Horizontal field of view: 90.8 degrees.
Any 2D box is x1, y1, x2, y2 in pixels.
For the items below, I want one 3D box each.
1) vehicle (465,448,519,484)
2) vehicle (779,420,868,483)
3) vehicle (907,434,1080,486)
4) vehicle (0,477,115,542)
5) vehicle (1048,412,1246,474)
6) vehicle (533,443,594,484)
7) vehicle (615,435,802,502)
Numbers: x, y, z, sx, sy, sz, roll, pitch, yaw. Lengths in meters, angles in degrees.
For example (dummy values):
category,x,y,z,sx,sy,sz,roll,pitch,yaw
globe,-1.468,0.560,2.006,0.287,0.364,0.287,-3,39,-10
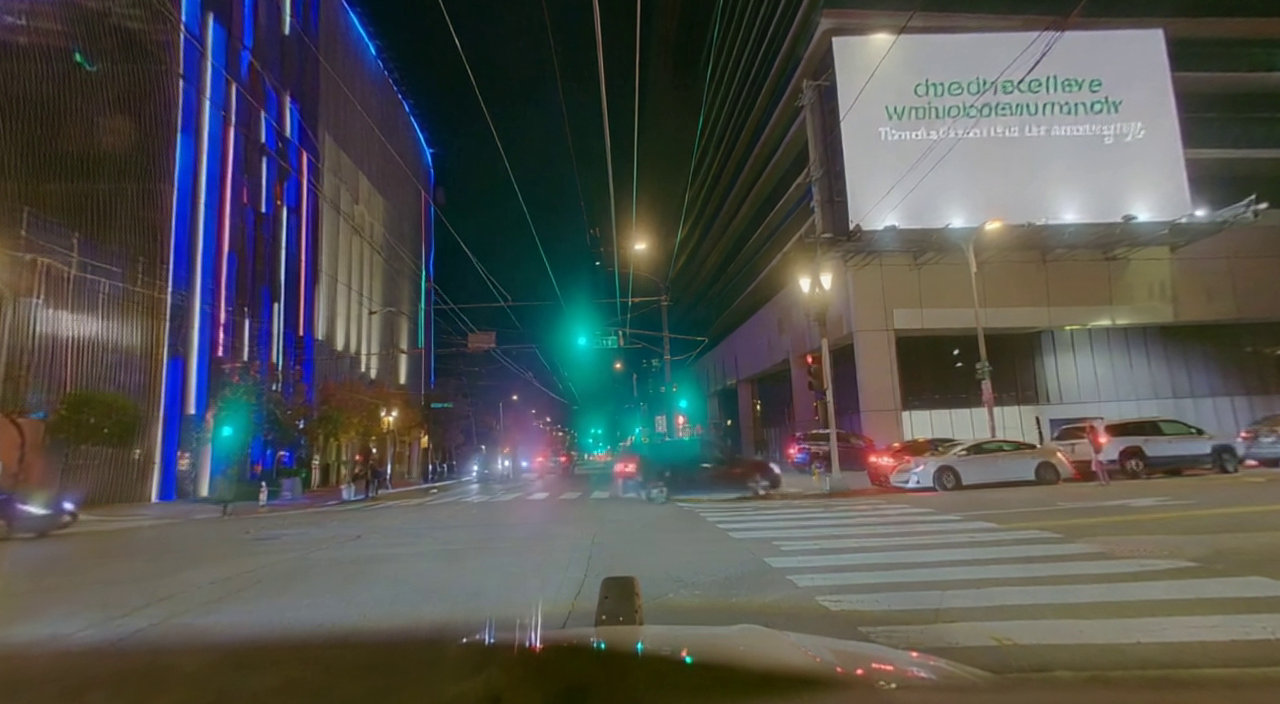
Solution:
category,x,y,z,sx,sy,sz,roll,pitch,yaw
vehicle,-8.410,6.503,36.277,2.121,1.792,4.510,-3,-8,-2
vehicle,7.576,4.102,26.630,2.316,2.425,4.466,1,-7,-2
vehicle,11.396,3.491,20.554,4.697,1.510,1.596,0,-9,-4
vehicle,-16.811,4.049,16.293,4.549,1.490,1.797,2,-9,-15
vehicle,16.761,3.041,21.070,4.944,1.946,1.952,0,-8,-3
vehicle,-3.722,5.543,31.806,2.137,1.910,5.120,-1,-9,3
vehicle,1.675,3.030,16.698,4.637,1.624,1.927,0,-8,-3
